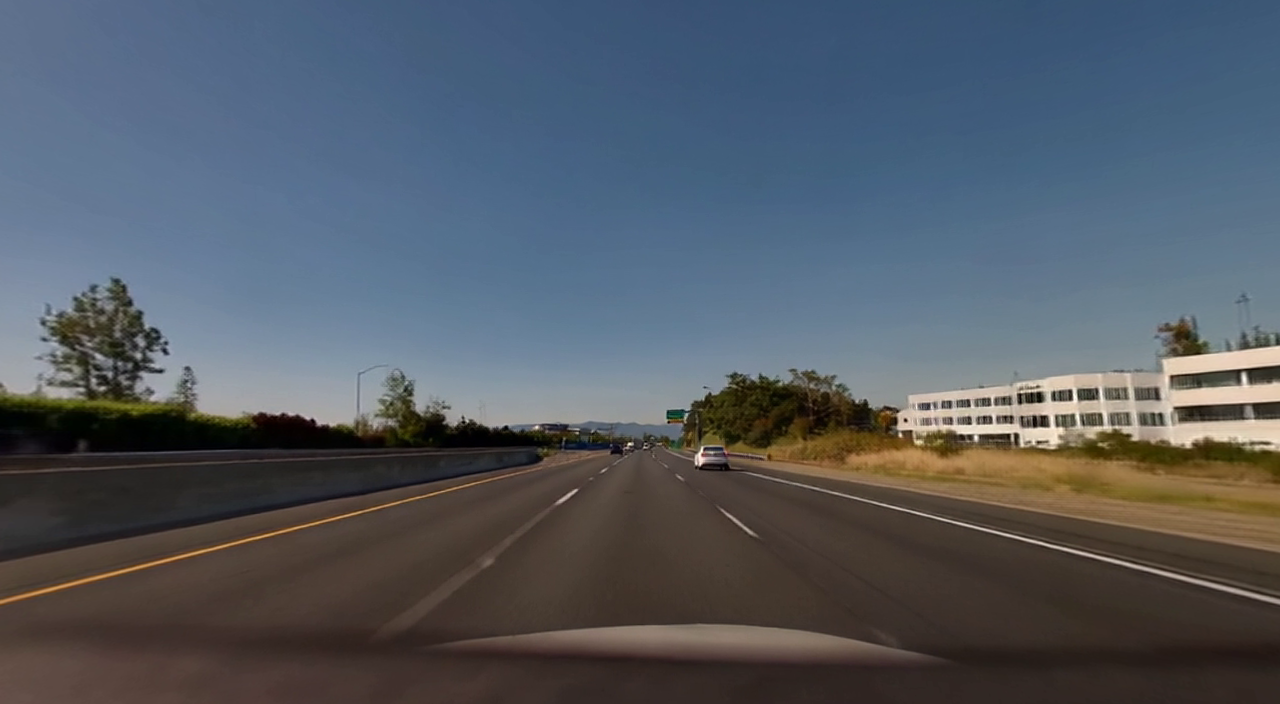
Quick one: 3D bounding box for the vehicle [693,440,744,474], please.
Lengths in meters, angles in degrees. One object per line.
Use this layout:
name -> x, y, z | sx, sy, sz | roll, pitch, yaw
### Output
vehicle -> 3.925, 5.369, 32.482 | 2.085, 1.594, 4.848 | 0, -8, 1
